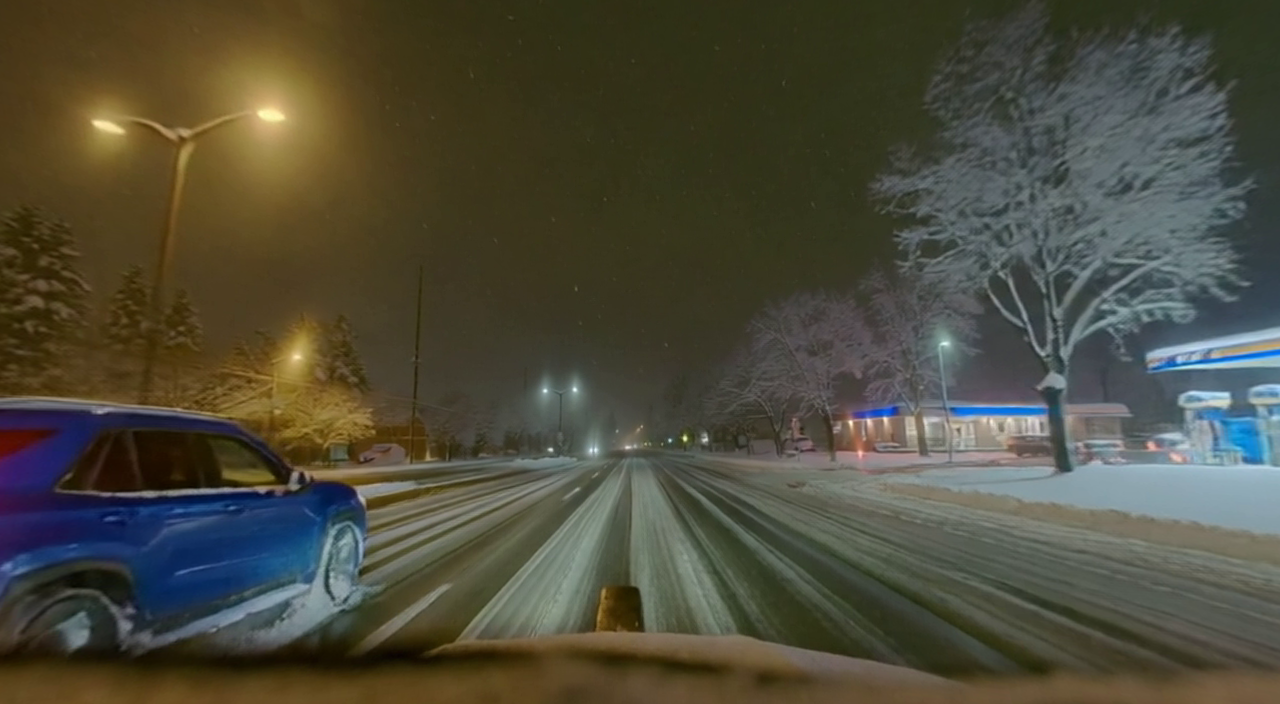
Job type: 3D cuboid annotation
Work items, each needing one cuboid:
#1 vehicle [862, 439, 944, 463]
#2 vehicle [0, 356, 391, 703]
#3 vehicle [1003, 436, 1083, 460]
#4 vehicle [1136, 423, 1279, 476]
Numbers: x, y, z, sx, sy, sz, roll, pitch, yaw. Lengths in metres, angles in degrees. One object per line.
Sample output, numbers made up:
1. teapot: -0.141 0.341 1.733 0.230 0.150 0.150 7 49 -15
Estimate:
1. vehicle: 17.731 6.724 42.646 4.671 1.466 1.937 0 -10 5
2. vehicle: -3.412 1.057 3.637 2.039 1.656 4.710 0 -9 -1
3. vehicle: 30.163 7.213 47.247 4.507 1.752 2.016 -2 -9 9
4. vehicle: 23.173 3.875 25.348 2.302 1.795 4.724 -3 -8 -3
